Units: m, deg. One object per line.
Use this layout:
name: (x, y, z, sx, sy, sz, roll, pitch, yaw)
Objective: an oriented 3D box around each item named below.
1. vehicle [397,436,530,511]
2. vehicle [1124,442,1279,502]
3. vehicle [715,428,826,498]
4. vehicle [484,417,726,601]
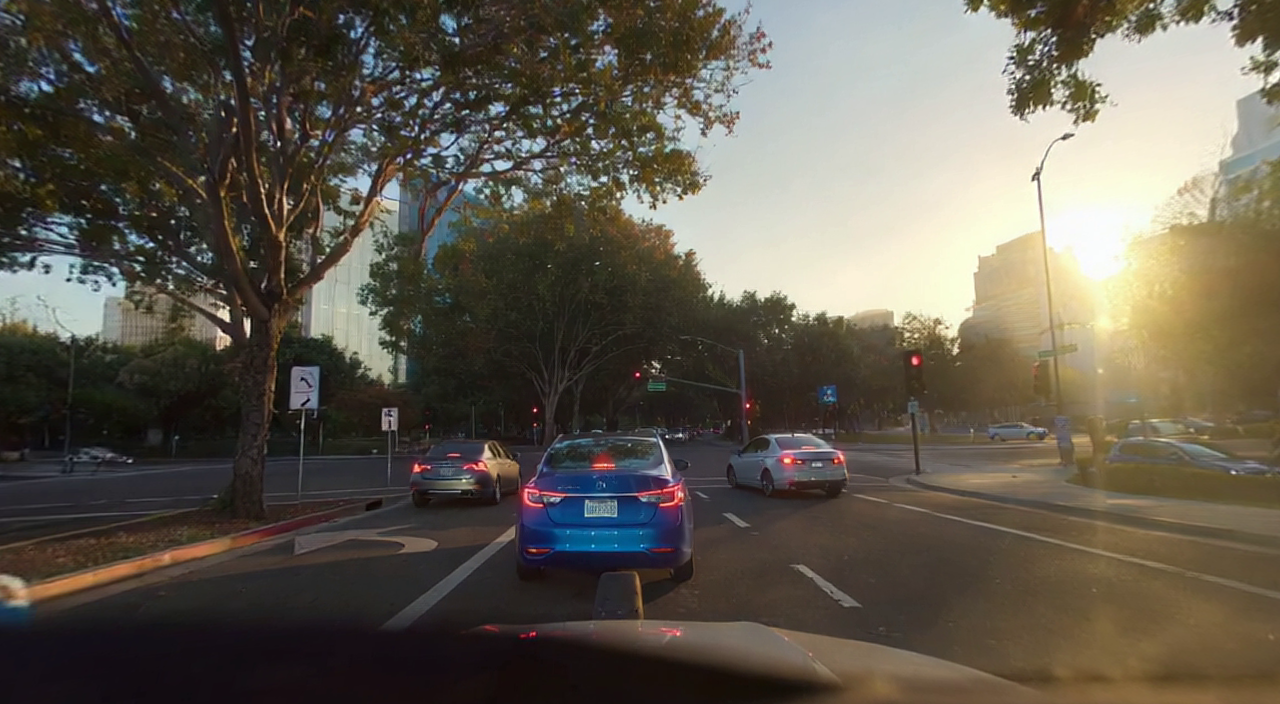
vehicle: (-3.779, 2.657, 14.273, 1.998, 1.452, 3.773, 0, -8, -1)
vehicle: (15.183, 3.032, 16.267, 3.951, 1.418, 1.842, 0, -8, -3)
vehicle: (3.428, 3.011, 17.502, 2.028, 1.678, 4.220, 0, -8, -2)
vehicle: (-0.355, 1.640, 7.503, 2.045, 1.533, 4.183, 0, -8, -2)
